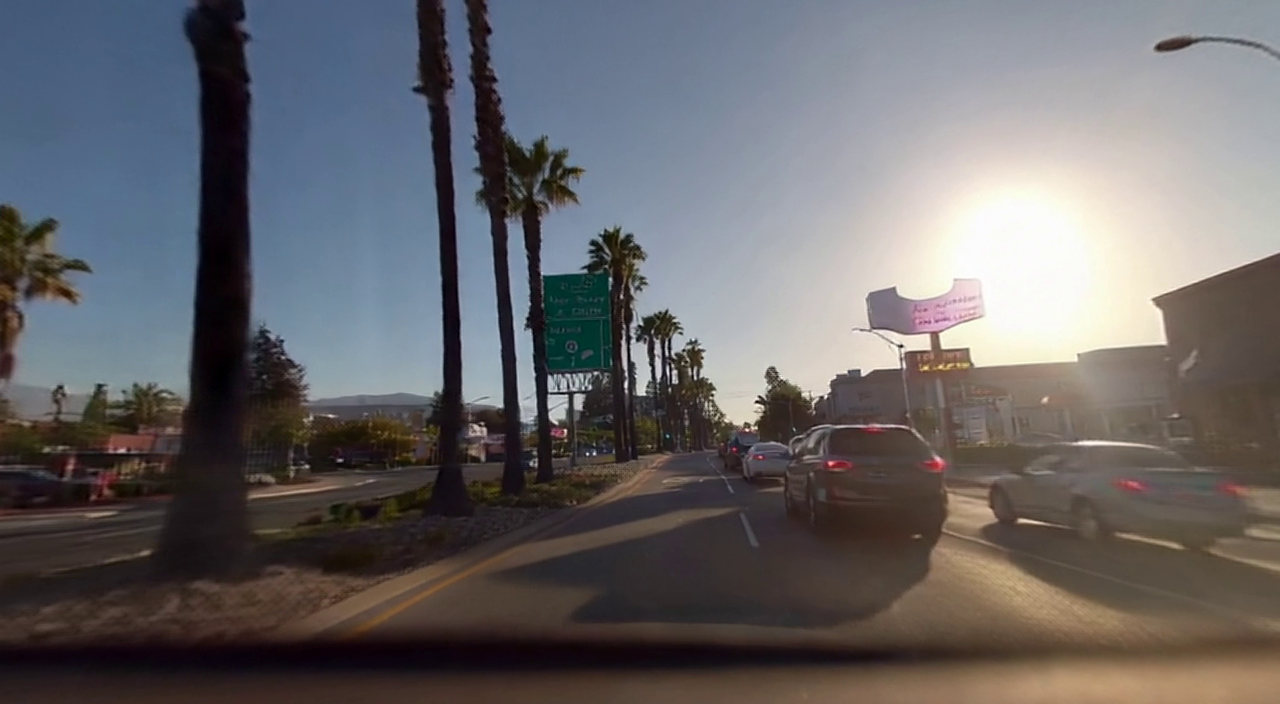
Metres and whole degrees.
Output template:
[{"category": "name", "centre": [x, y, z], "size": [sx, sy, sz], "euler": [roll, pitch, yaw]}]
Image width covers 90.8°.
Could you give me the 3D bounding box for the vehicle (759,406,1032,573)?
[{"category": "vehicle", "centre": [3.281, 1.895, 9.553], "size": [2.428, 1.816, 4.959], "euler": [-1, -9, 5]}]

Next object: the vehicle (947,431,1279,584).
[{"category": "vehicle", "centre": [6.380, 2.032, 9.195], "size": [1.994, 1.590, 4.593], "euler": [0, -9, 7]}]
